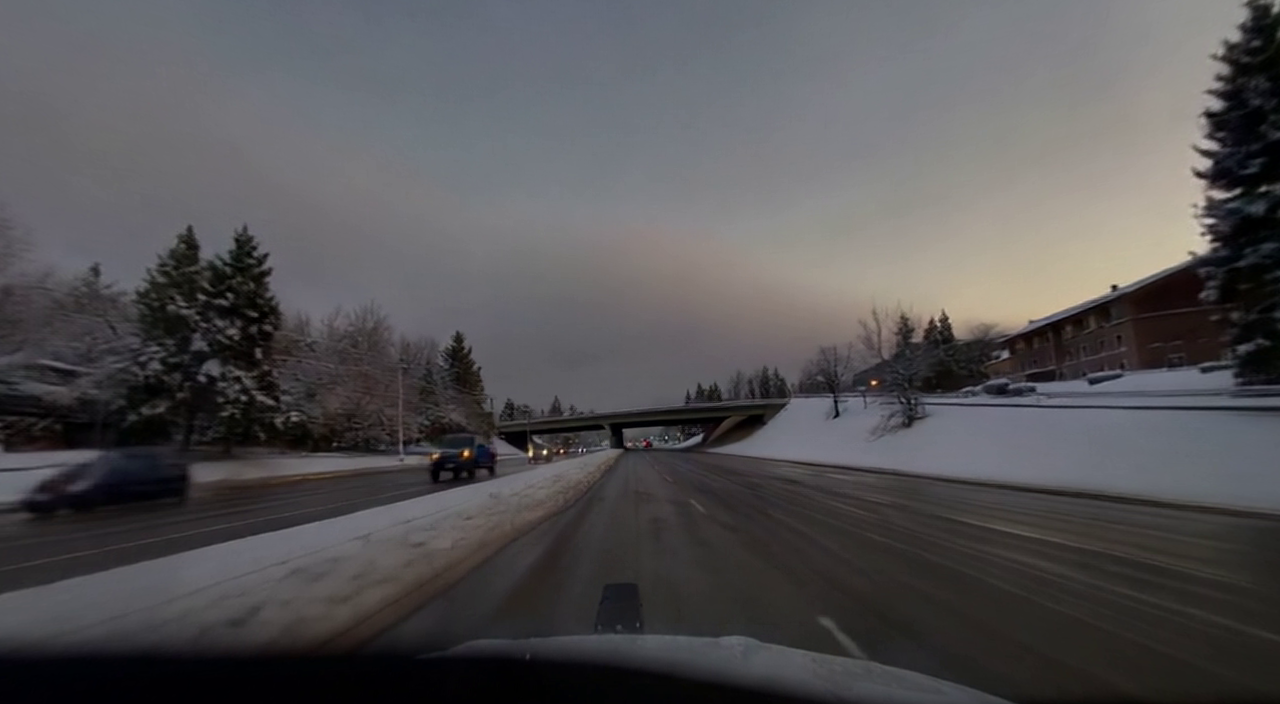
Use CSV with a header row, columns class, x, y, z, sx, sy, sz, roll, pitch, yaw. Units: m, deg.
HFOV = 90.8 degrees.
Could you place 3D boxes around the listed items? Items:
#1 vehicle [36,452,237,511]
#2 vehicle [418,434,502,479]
class,x,y,z,sx,sy,sz,roll,pitch,yaw
vehicle,-15.350,3.928,19.756,2.167,1.506,4.924,0,-8,1
vehicle,-8.582,5.035,30.805,2.312,1.970,5.878,0,-8,1
